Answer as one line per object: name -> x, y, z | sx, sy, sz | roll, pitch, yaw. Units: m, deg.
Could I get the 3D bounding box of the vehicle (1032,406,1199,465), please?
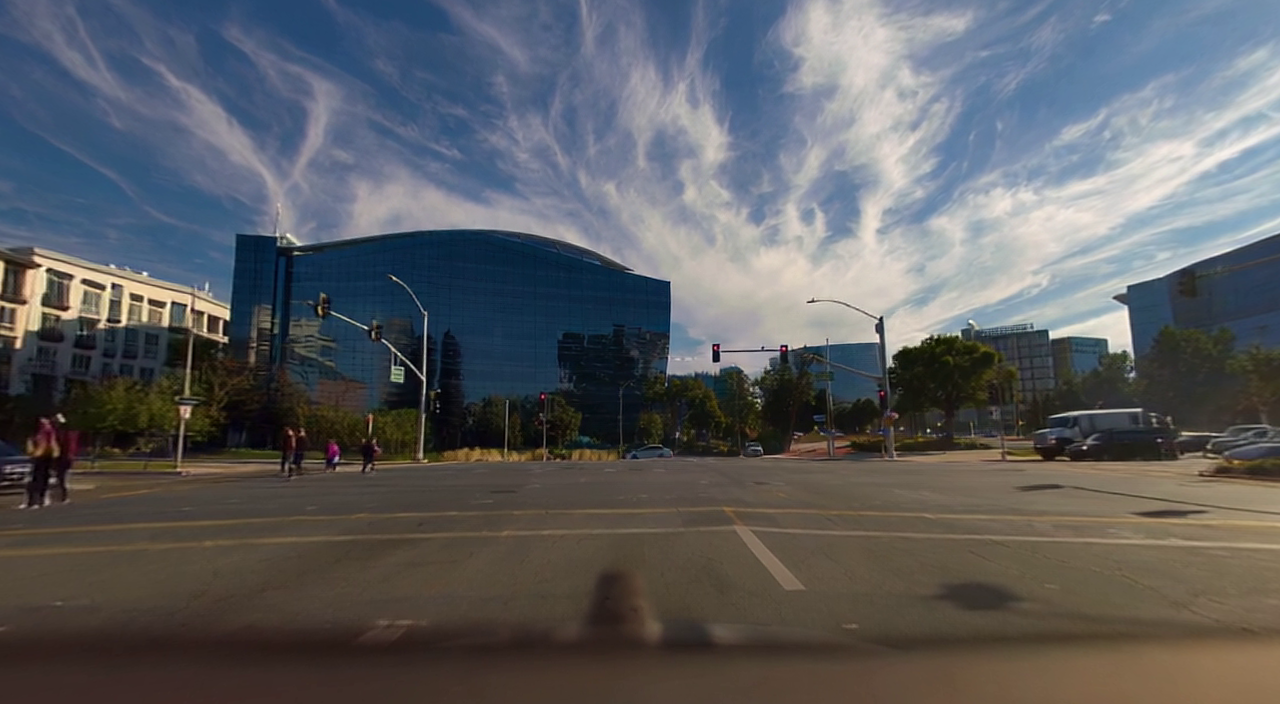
vehicle -> 23.019, 4.107, 30.850 | 5.855, 2.746, 2.523 | -1, -9, 4

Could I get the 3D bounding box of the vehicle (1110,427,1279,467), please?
vehicle -> 21.389, 3.670, 24.474 | 4.740, 1.464, 1.876 | -1, -9, 3

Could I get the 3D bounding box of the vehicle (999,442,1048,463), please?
vehicle -> 27.764, 7.274, 45.814 | 1.589, 1.405, 3.633 | -1, -9, 6

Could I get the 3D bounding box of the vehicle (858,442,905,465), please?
vehicle -> 17.598, 7.432, 46.276 | 1.789, 1.557, 4.293 | 0, -9, 1
